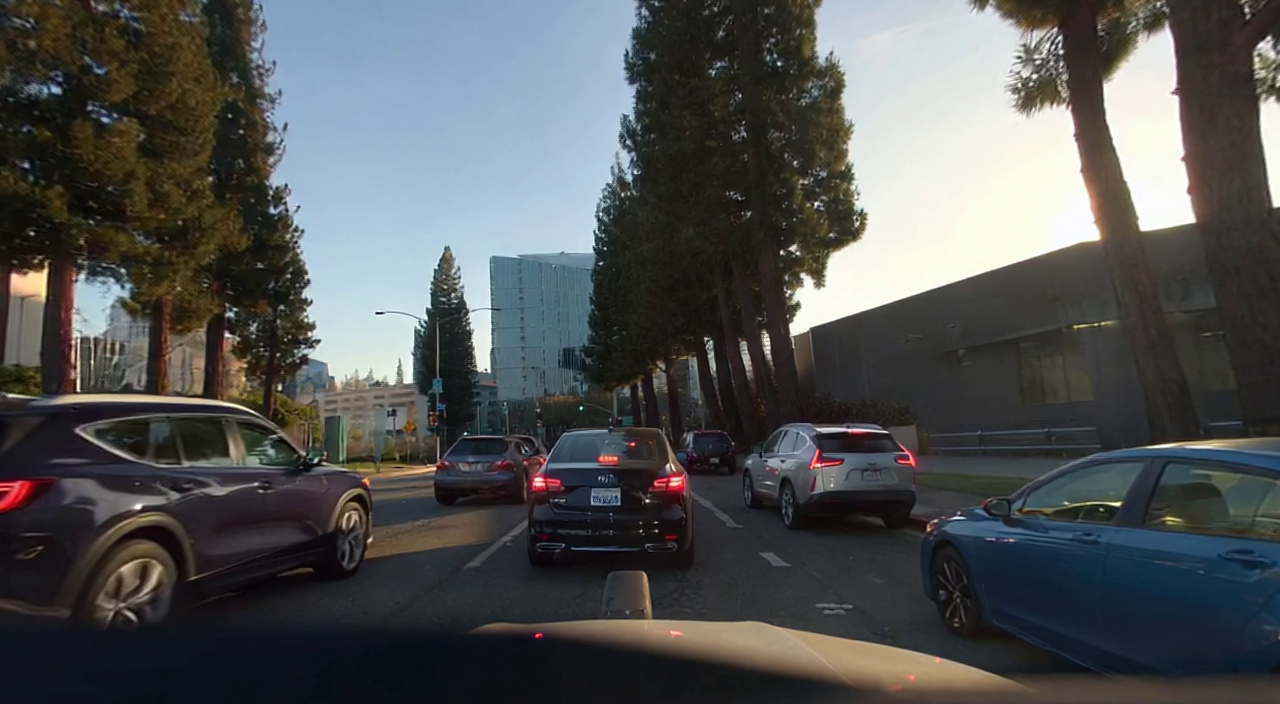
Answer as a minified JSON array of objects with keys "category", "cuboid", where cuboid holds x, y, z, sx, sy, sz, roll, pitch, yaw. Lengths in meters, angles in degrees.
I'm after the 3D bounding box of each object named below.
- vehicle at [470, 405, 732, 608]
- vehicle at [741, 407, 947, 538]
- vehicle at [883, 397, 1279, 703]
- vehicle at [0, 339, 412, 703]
[{"category":"vehicle","cuboid":[-0.366,1.585,7.421,2.114,1.631,4.459,0,-8,-1]},{"category":"vehicle","cuboid":[3.326,2.087,11.532,2.117,1.879,4.715,0,-8,-1]},{"category":"vehicle","cuboid":[3.245,1.069,3.381,2.045,1.459,4.462,0,-8,-1]},{"category":"vehicle","cuboid":[-3.759,1.138,4.867,2.141,1.718,4.809,0,-8,0]}]
